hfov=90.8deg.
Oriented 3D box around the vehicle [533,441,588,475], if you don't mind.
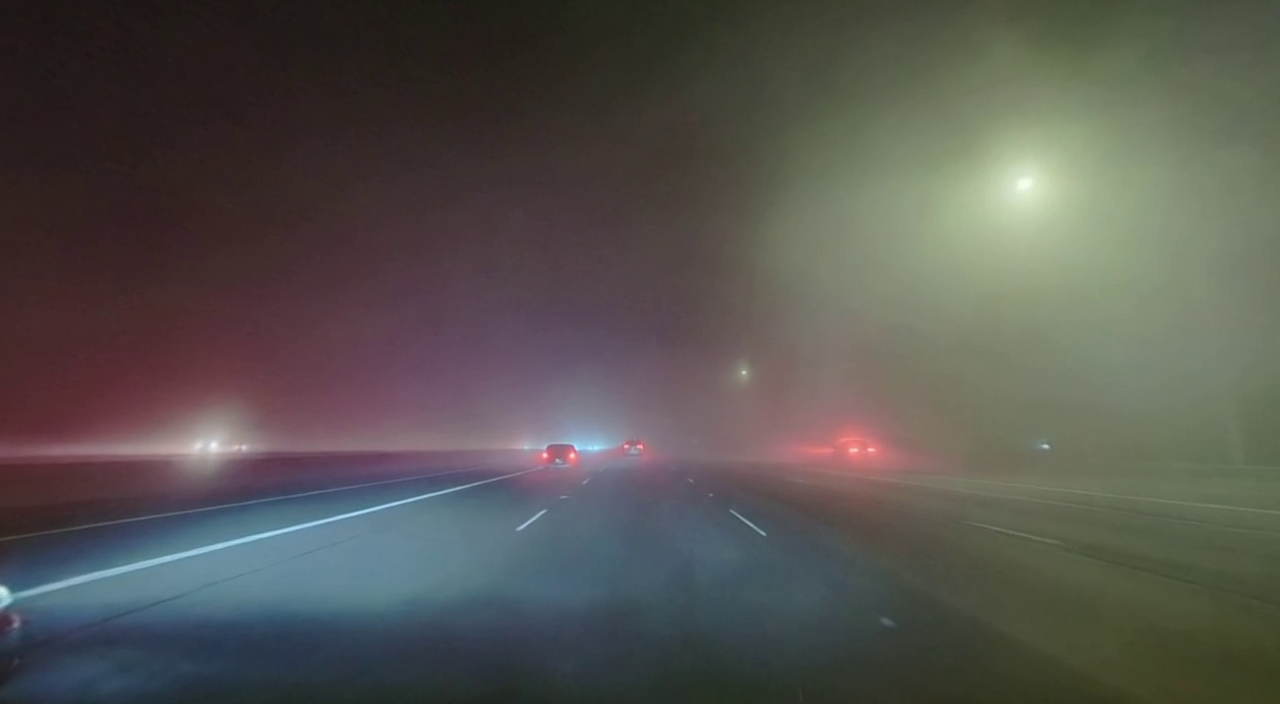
[{"bbox_3d":[-3.921,5.324,32.058,2.140,1.574,4.946,0,-8,0],"label":"vehicle"}]
